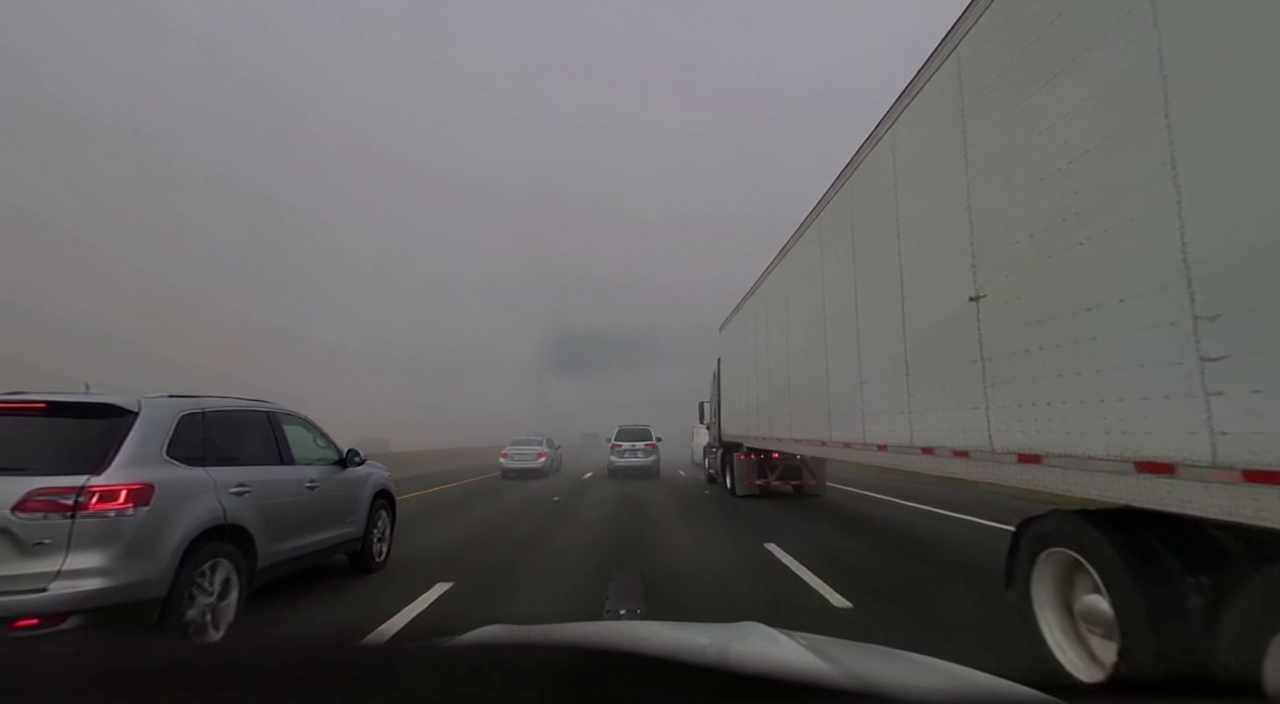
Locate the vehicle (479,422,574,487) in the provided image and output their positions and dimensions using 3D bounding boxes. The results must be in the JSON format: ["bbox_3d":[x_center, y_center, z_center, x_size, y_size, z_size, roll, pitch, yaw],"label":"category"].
[{"bbox_3d":[-3.478,3.262,20.276,2.120,1.812,4.659,0,-8,1],"label":"vehicle"}]

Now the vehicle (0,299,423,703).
[{"bbox_3d":[-3.438,1.001,4.215,2.193,1.803,4.958,0,-8,0],"label":"vehicle"}]

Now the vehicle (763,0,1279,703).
[{"bbox_3d":[3.634,-0.280,3.076,2.852,4.121,16.210,0,-8,0],"label":"vehicle"}]

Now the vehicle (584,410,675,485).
[{"bbox_3d":[-0.340,3.259,21.675,2.704,2.216,5.804,0,-8,0],"label":"vehicle"}]
